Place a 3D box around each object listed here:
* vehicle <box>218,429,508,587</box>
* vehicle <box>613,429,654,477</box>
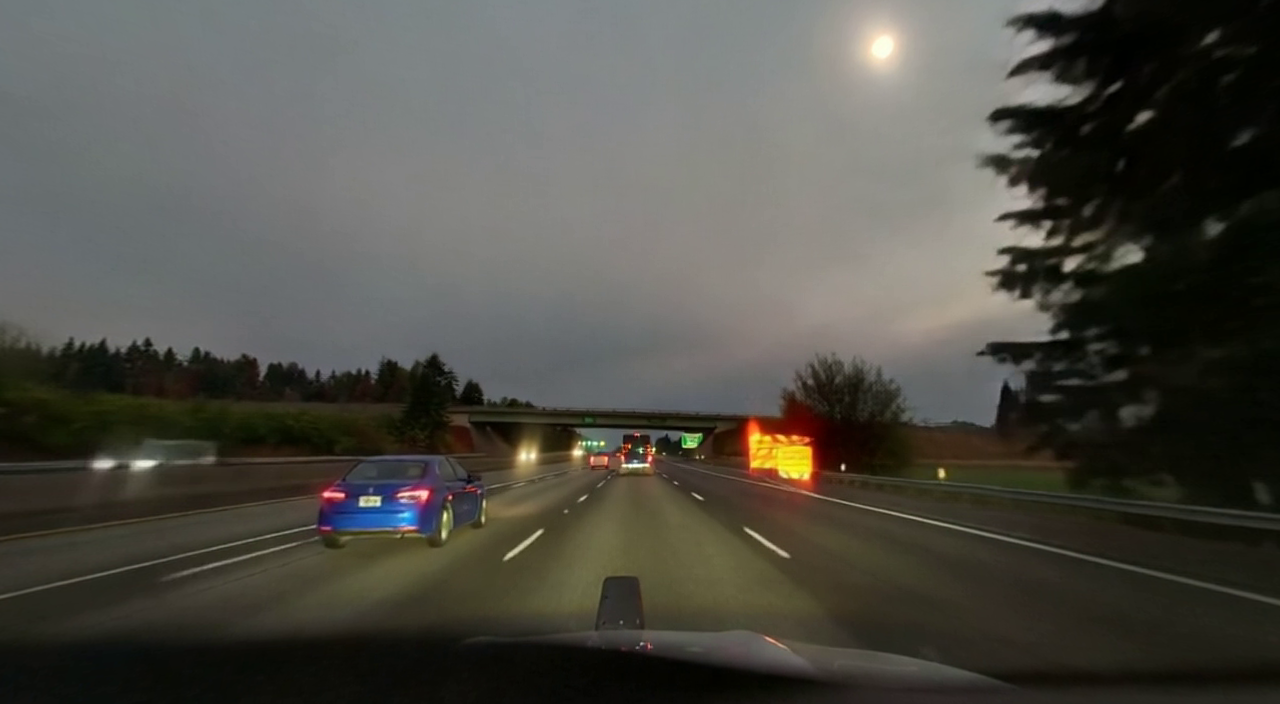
[{"bbox_3d":[-3.361,1.970,8.796,2.088,1.643,4.215,0,-9,0],"label":"vehicle"},{"bbox_3d":[-0.547,7.066,44.401,2.672,3.056,6.900,0,-9,-2],"label":"vehicle"}]
